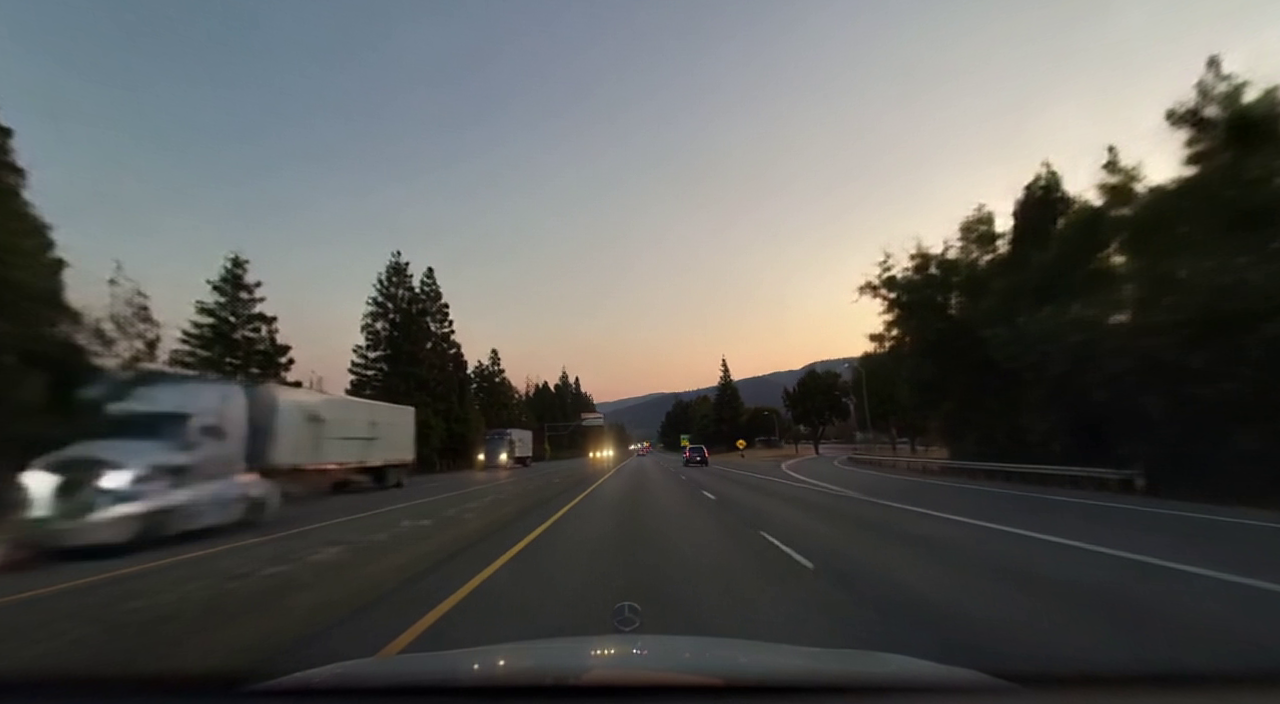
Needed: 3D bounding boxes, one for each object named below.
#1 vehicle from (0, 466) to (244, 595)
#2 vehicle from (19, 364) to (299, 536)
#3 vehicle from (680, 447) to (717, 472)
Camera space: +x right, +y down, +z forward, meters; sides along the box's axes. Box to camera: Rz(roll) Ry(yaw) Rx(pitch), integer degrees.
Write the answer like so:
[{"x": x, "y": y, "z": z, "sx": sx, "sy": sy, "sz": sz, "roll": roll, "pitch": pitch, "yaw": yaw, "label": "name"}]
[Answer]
[{"x": -8.269, "y": 2.538, "z": 9.661, "sx": 1.882, "sy": 1.452, "sz": 3.812, "roll": 0, "pitch": -9, "yaw": 0, "label": "vehicle"}, {"x": -12.801, "y": 2.713, "z": 17.707, "sx": 2.985, "sy": 3.990, "sz": 5.823, "roll": 0, "pitch": -9, "yaw": 0, "label": "vehicle"}, {"x": 3.775, "y": 7.038, "z": 41.478, "sx": 2.013, "sy": 1.584, "sz": 3.995, "roll": 0, "pitch": -9, "yaw": 0, "label": "vehicle"}]
